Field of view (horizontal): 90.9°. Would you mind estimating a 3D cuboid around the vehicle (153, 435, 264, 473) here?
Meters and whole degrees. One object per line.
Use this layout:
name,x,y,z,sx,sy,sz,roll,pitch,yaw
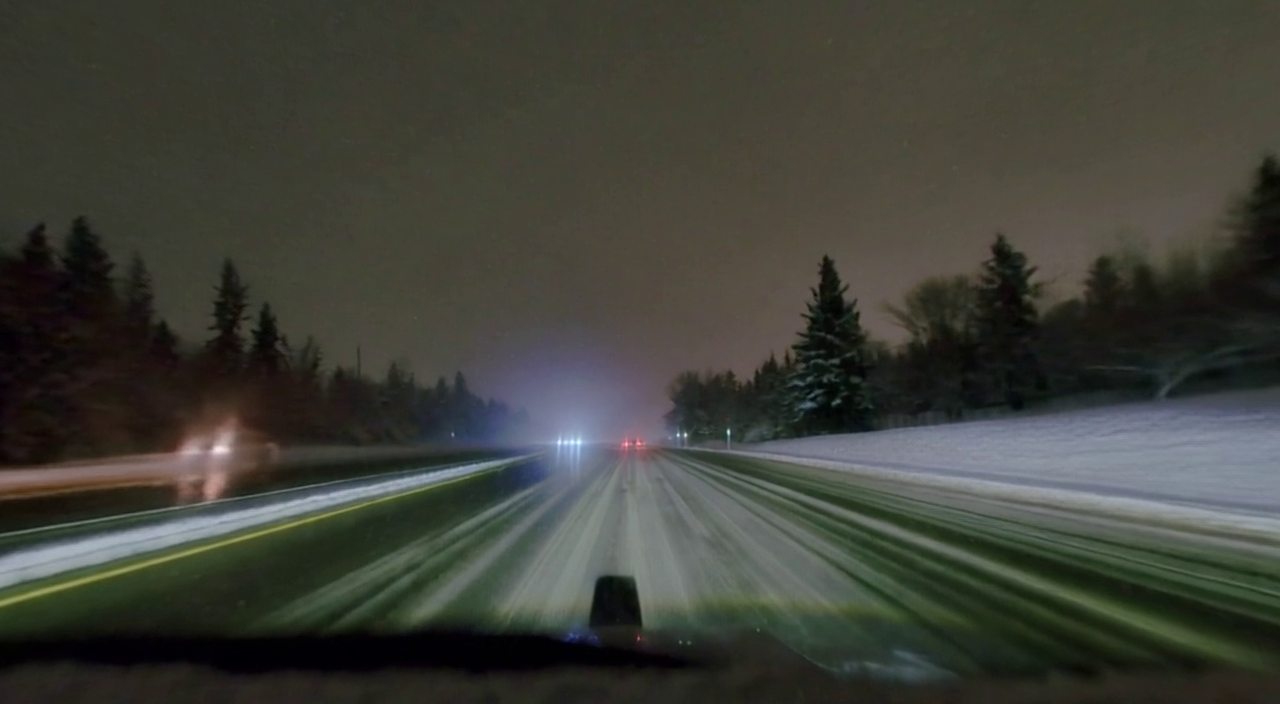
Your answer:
vehicle,-20.567,4.845,30.355,1.954,1.638,4.797,0,-8,-1
